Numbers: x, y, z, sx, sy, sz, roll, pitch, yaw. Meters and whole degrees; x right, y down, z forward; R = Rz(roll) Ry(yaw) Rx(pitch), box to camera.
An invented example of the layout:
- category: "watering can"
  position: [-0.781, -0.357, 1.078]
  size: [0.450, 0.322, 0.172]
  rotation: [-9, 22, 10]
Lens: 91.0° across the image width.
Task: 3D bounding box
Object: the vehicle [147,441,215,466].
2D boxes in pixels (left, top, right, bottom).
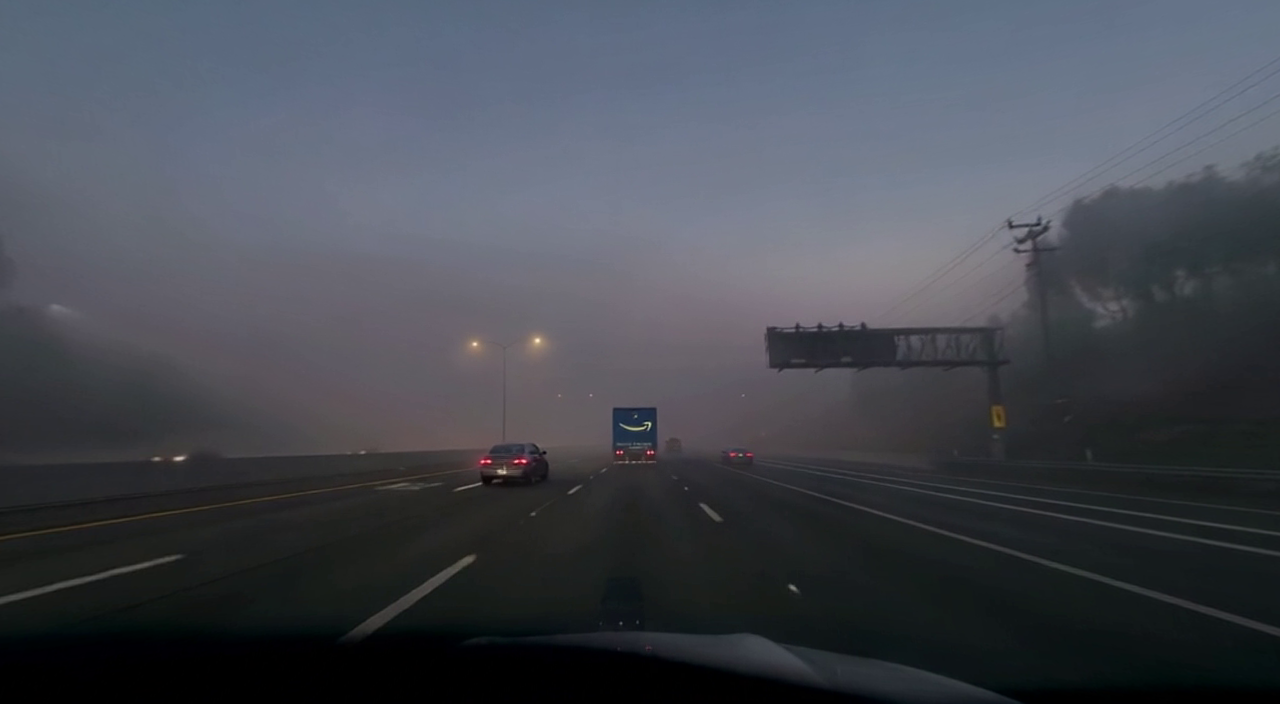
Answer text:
- category: "vehicle"
  position: [-29.336, 6.496, 40.384]
  size: [1.597, 1.456, 3.631]
  rotation: [1, -8, 0]

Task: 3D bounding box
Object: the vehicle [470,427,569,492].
- category: "vehicle"
  position: [-3.436, 3.158, 18.844]
  size: [2.095, 1.688, 4.188]
  rotation: [0, -8, 1]

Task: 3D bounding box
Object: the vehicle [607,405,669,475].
- category: "vehicle"
  position: [-0.098, 3.923, 28.005]
  size: [2.456, 2.705, 6.251]
  rotation: [1, -8, -1]

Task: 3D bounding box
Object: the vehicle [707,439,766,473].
- category: "vehicle"
  position: [4.624, 5.075, 30.944]
  size: [1.970, 1.499, 4.491]
  rotation: [1, -8, -3]
